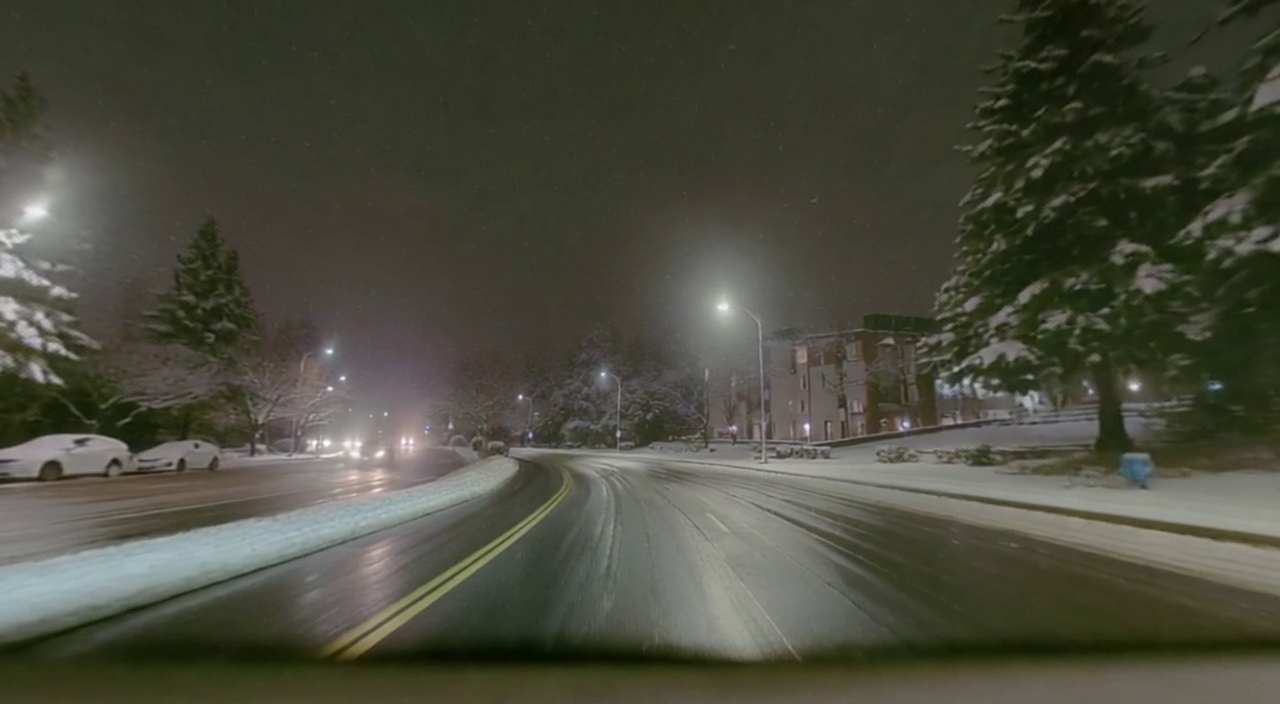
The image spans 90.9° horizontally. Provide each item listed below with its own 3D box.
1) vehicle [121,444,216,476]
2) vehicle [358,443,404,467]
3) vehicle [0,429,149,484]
[{"bbox_3d":[-23.236,5.296,31.274,1.844,1.452,4.362,1,-8,-8],"label":"vehicle"},{"bbox_3d":[-17.644,6.994,43.062,1.987,1.489,4.389,1,-9,-11],"label":"vehicle"},{"bbox_3d":[-22.392,4.077,24.942,2.387,1.951,4.827,1,-8,-7],"label":"vehicle"}]
